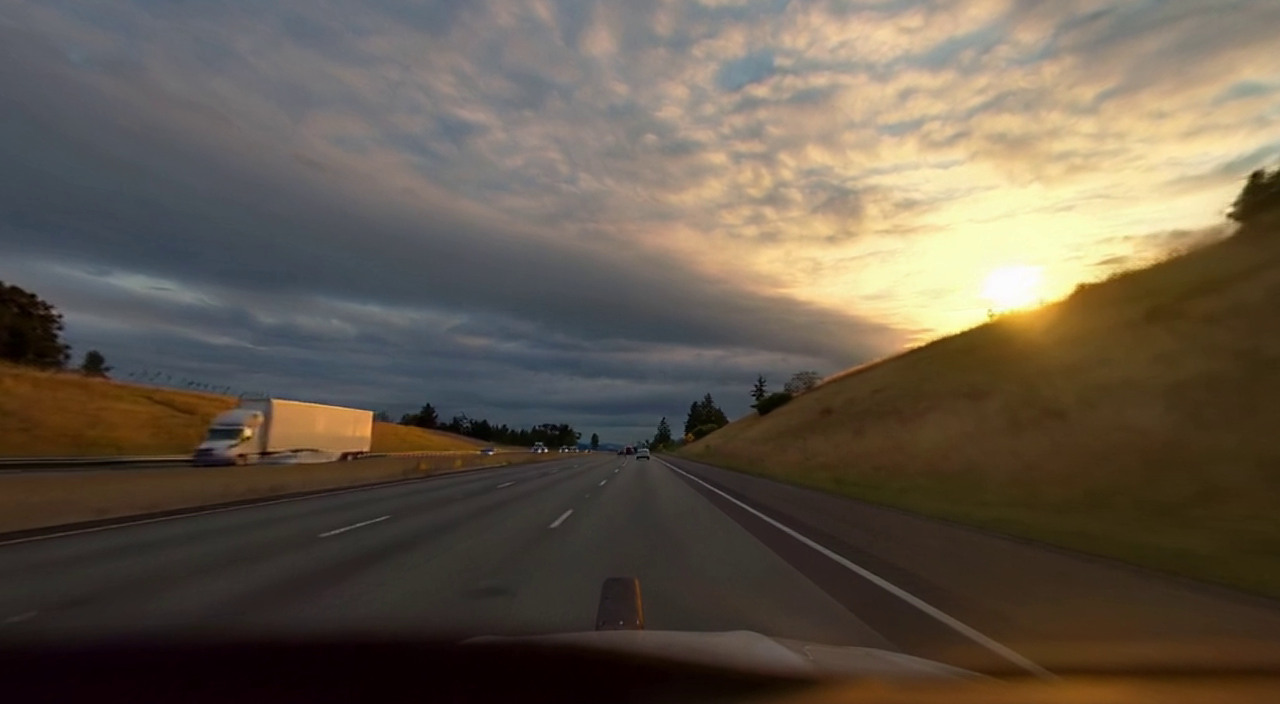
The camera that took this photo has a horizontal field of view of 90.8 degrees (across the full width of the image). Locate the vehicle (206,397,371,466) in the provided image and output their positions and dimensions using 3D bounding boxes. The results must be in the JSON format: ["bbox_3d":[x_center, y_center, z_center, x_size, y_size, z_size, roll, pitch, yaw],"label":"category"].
[{"bbox_3d":[-23.167,5.672,43.359,2.904,3.928,14.552,0,-9,0],"label":"vehicle"}]
